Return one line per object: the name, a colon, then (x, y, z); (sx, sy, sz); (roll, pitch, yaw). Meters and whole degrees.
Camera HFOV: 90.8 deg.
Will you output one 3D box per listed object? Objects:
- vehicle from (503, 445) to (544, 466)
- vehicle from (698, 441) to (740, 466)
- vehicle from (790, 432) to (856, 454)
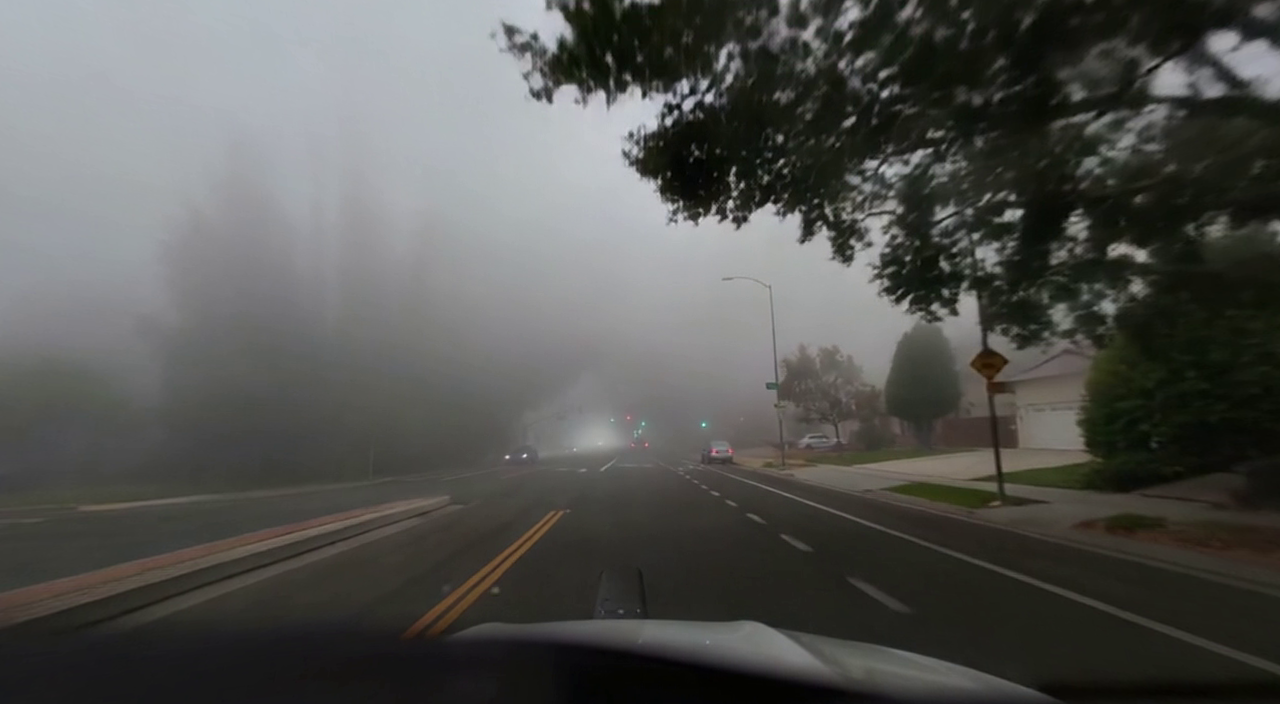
vehicle: (-9.037, 8.037, 49.282); (2.067, 1.491, 4.807); (-1, -8, 3)
vehicle: (4.899, 6.351, 39.744); (1.917, 1.440, 4.335); (0, -8, -2)
vehicle: (13.148, 6.567, 45.597); (4.164, 1.470, 1.921); (0, -6, 2)
